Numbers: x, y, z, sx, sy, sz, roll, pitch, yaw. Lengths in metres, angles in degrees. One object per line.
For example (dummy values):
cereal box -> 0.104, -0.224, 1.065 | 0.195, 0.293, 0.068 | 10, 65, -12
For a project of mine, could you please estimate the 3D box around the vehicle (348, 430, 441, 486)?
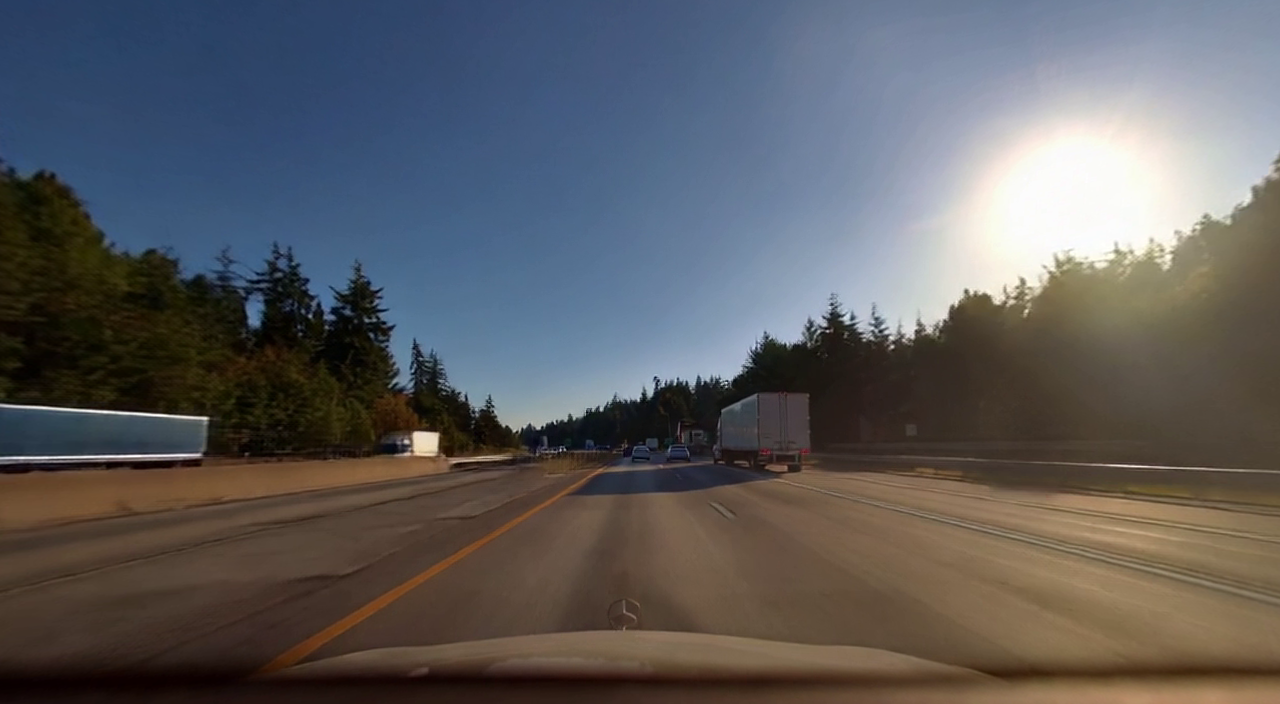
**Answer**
vehicle -> -12.558, 5.466, 32.717 | 2.379, 2.617, 5.942 | 0, -9, 0

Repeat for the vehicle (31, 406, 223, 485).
vehicle -> -27.774, 5.205, 34.896 | 3.003, 3.784, 8.945 | 0, -9, 0

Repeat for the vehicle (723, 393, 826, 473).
vehicle -> 7.746, 5.161, 38.912 | 3.044, 4.073, 14.016 | 0, -9, -1

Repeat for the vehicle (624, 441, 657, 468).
vehicle -> 0.038, 7.045, 43.353 | 2.114, 1.706, 4.106 | 0, -9, 0
